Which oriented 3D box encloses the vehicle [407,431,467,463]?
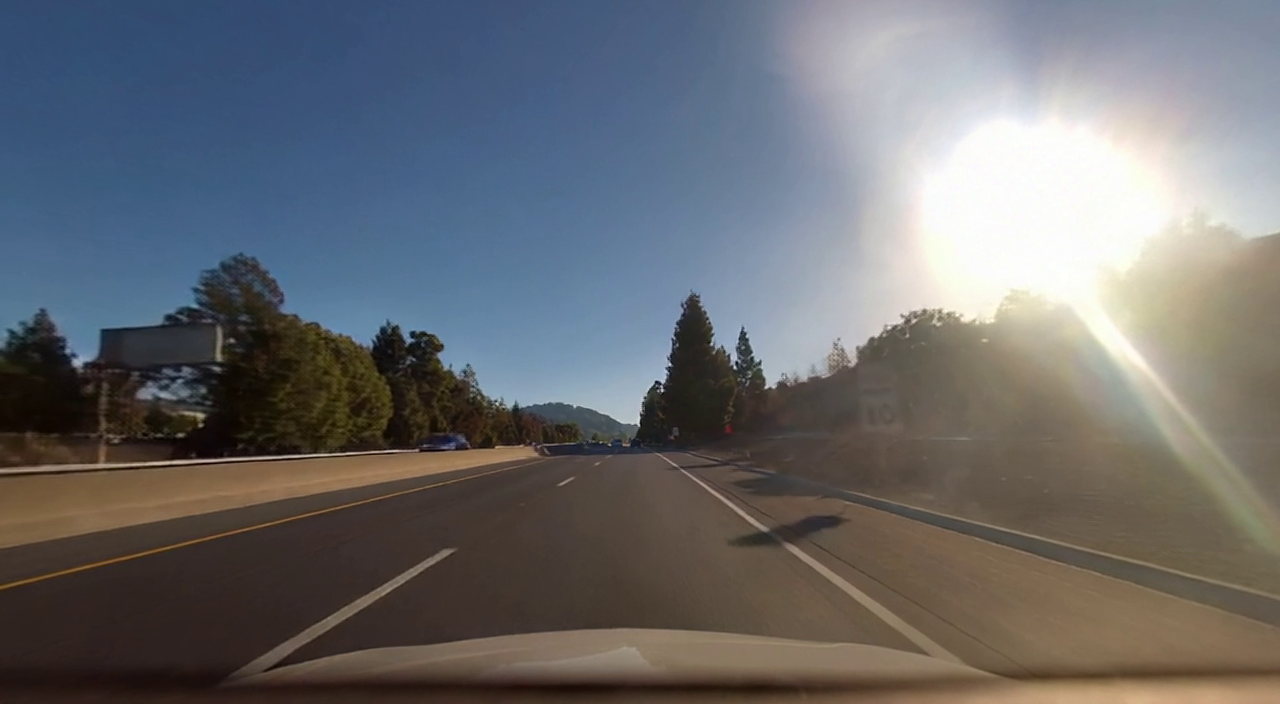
[{"bbox_3d":[-12.444,5.869,39.009,2.105,1.870,4.833,0,-8,0],"label":"vehicle"}]
